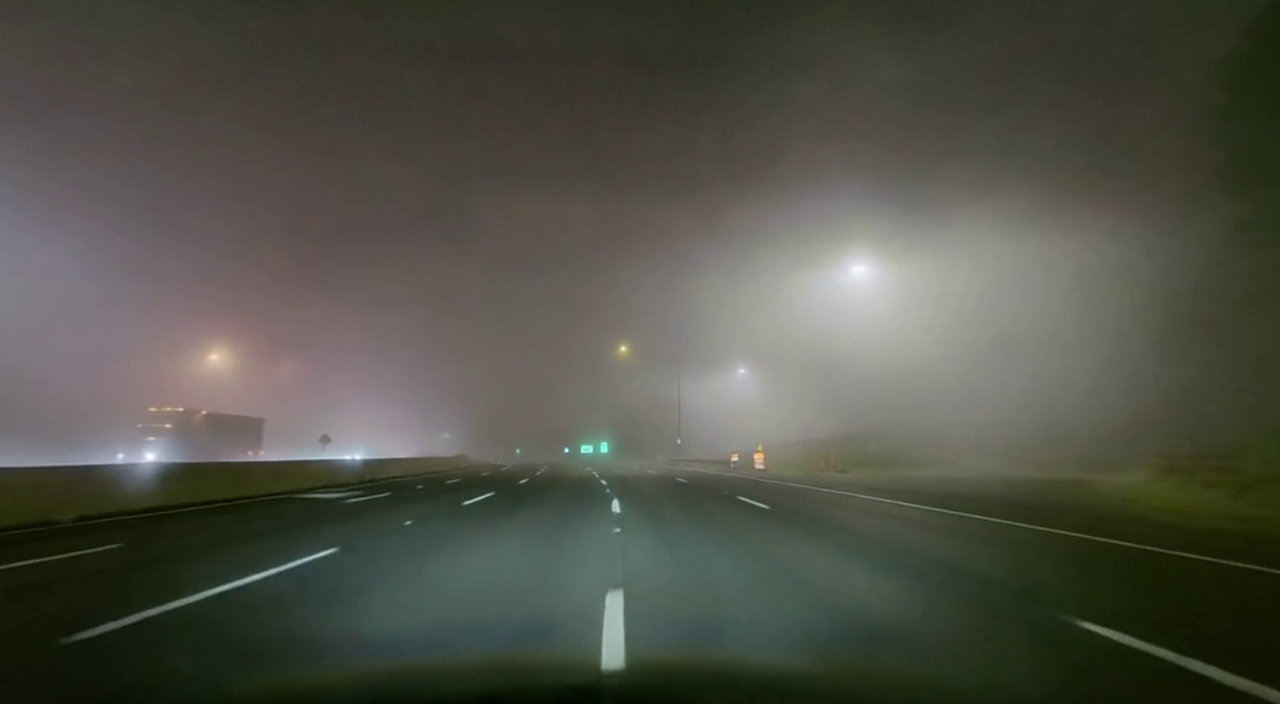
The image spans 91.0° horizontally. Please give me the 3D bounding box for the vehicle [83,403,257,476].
[{"bbox_3d":[-24.388,4.732,33.532,3.030,3.342,8.736,0,-9,-4],"label":"vehicle"}]
